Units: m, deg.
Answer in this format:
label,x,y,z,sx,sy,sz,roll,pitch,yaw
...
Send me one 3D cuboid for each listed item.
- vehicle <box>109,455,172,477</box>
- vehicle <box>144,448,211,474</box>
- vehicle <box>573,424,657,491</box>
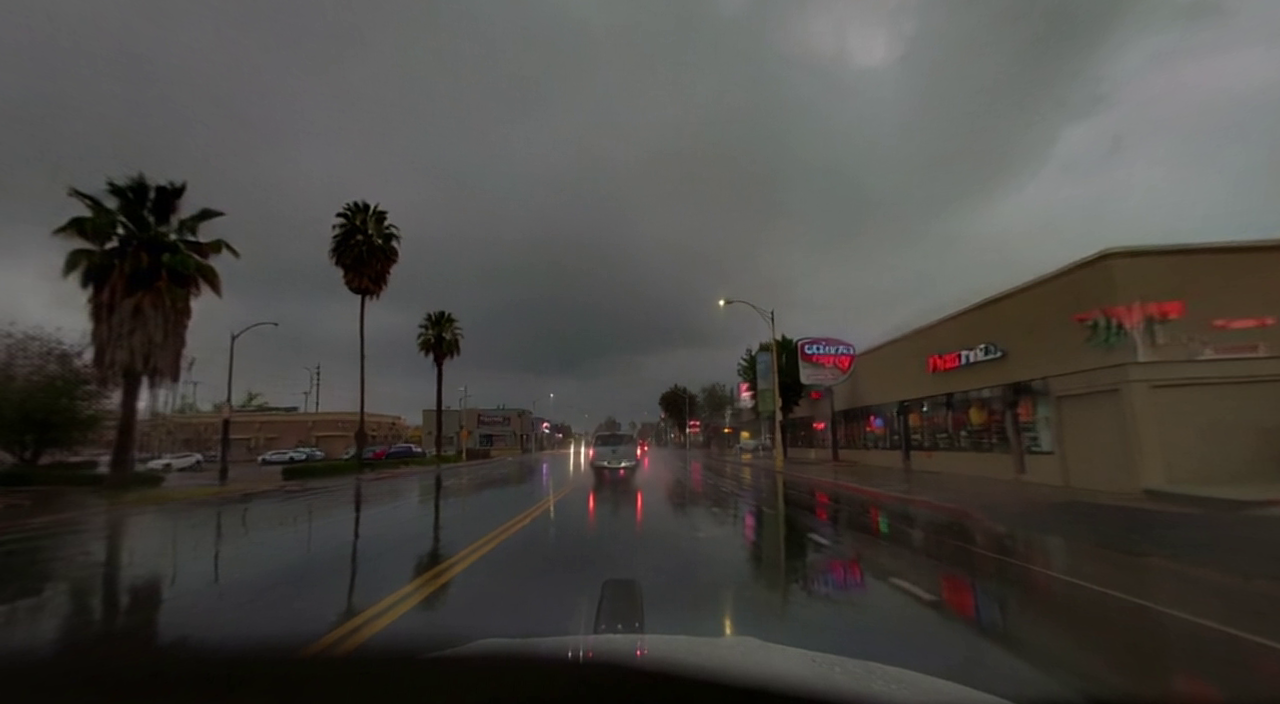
label,x,y,z,sx,sy,sz,roll,pitch,yaw
vehicle,-37.766,8.602,47.686,1.685,1.466,3.858,0,-8,-4
vehicle,-34.950,8.203,47.711,2.013,1.785,4.331,2,-8,-5
vehicle,-0.701,3.150,19.057,2.239,1.763,4.096,0,-8,-1
